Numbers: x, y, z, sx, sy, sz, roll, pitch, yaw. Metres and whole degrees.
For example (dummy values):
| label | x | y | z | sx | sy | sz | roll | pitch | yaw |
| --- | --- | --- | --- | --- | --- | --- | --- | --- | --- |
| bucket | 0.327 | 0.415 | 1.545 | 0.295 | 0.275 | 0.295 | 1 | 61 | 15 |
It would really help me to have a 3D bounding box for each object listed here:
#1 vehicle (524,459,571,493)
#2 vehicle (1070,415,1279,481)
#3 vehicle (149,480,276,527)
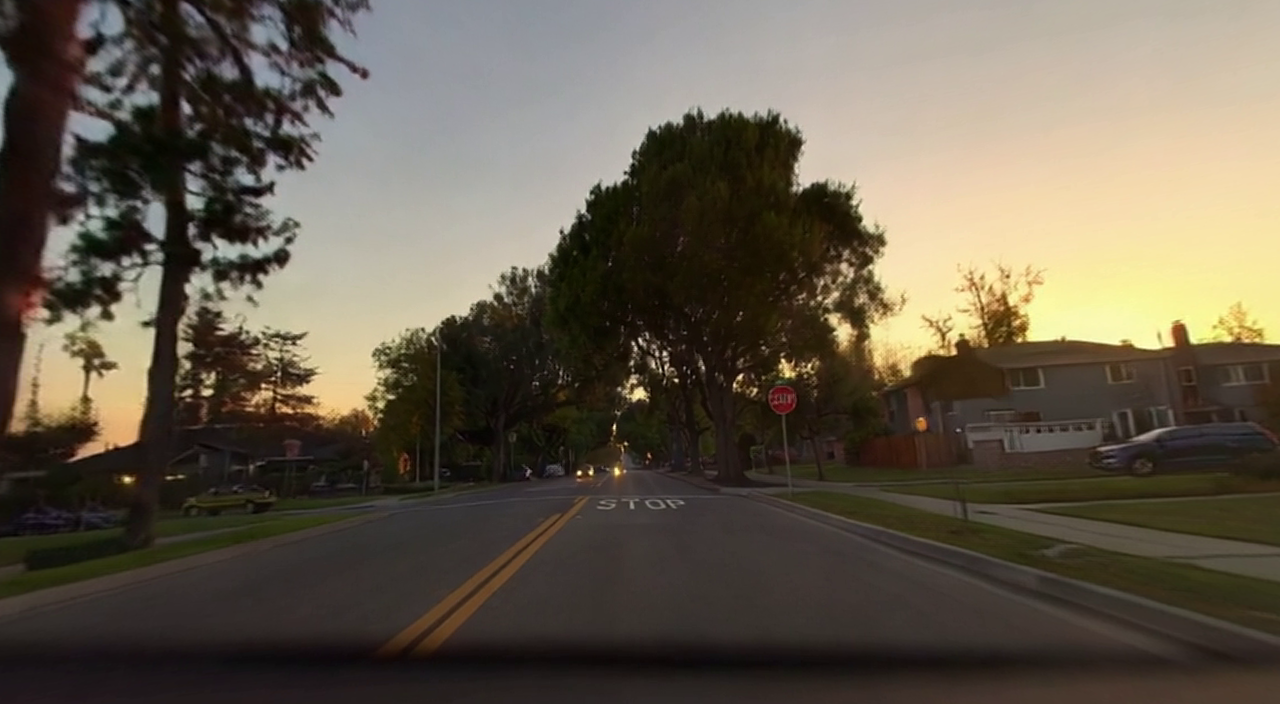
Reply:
| label | x | y | z | sx | sy | sz | roll | pitch | yaw |
| --- | --- | --- | --- | --- | --- | --- | --- | --- | --- |
| vehicle | -6.048 | 8.155 | 41.822 | 2.149 | 1.823 | 4.613 | -6 | -10 | 1 |
| vehicle | 16.768 | 2.997 | 19.675 | 4.982 | 1.874 | 2.133 | -3 | -9 | 12 |
| vehicle | -18.521 | 6.558 | 27.445 | 4.274 | 1.626 | 2.093 | -6 | -10 | 11 |
